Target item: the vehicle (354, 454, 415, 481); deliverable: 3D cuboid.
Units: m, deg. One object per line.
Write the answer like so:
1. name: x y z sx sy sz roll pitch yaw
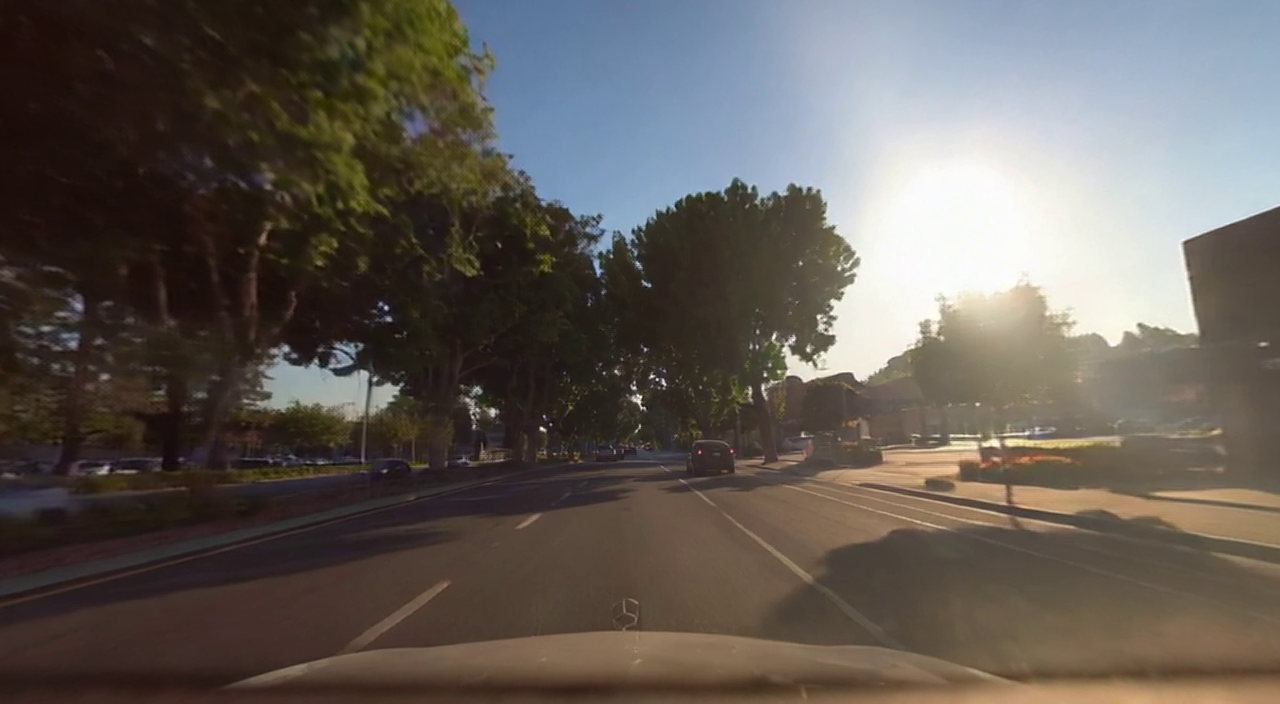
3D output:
1. vehicle: -15.869 7.168 39.329 1.971 1.475 4.318 0 -8 0

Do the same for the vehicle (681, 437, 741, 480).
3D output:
1. vehicle: 3.093 4.745 28.239 2.083 1.743 4.354 0 -8 -1
